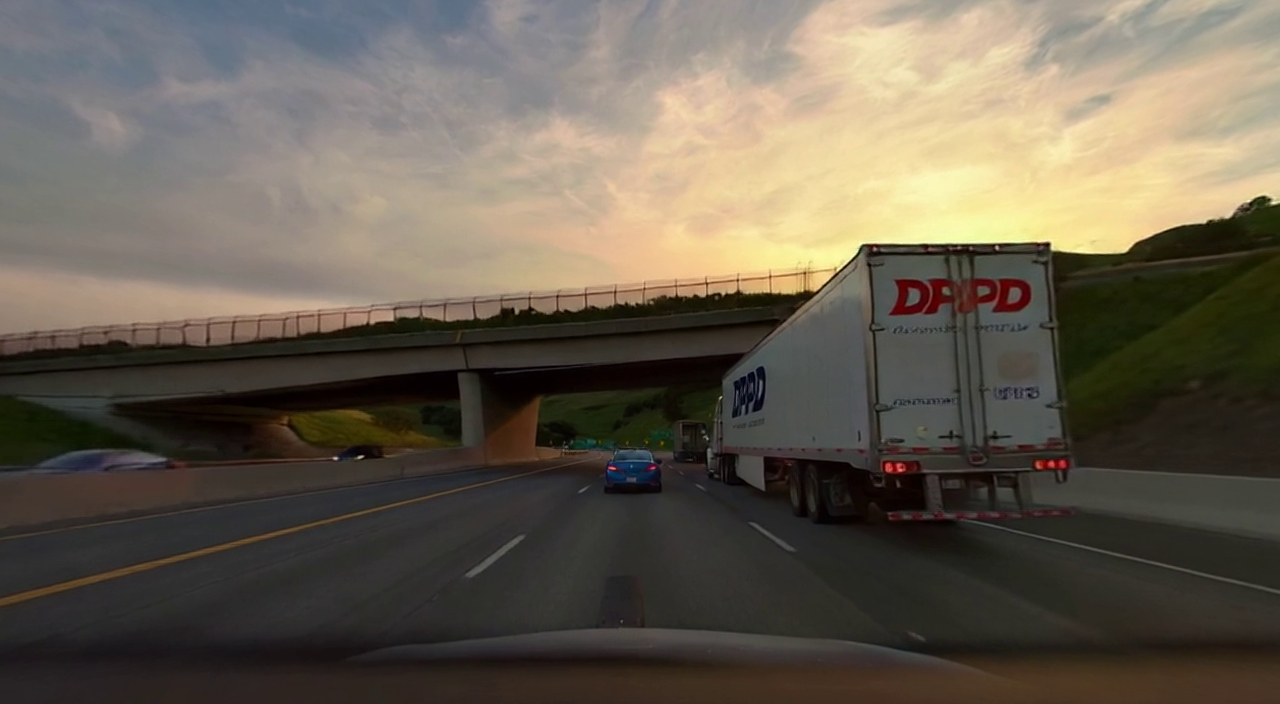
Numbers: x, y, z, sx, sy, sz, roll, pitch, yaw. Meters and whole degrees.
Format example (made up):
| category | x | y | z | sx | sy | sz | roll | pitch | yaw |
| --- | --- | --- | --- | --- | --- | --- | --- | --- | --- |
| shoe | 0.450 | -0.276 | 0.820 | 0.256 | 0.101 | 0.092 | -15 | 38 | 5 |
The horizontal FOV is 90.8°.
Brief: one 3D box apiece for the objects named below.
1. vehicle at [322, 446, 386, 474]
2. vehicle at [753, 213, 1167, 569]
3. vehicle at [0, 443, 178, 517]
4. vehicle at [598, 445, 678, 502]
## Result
| category | x | y | z | sx | sy | sz | roll | pitch | yaw |
| --- | --- | --- | --- | --- | --- | --- | --- | --- | --- |
| vehicle | -17.423 | 6.588 | 38.731 | 1.931 | 1.569 | 4.277 | 0 | -9 | 0 |
| vehicle | 4.185 | 0.985 | 11.097 | 2.802 | 3.956 | 8.291 | 0 | -9 | 0 |
| vehicle | -14.646 | 3.228 | 16.414 | 1.864 | 1.639 | 4.400 | 0 | -9 | 1 |
| vehicle | -0.059 | 3.382 | 17.912 | 2.029 | 1.437 | 3.794 | 0 | -9 | 0 |
